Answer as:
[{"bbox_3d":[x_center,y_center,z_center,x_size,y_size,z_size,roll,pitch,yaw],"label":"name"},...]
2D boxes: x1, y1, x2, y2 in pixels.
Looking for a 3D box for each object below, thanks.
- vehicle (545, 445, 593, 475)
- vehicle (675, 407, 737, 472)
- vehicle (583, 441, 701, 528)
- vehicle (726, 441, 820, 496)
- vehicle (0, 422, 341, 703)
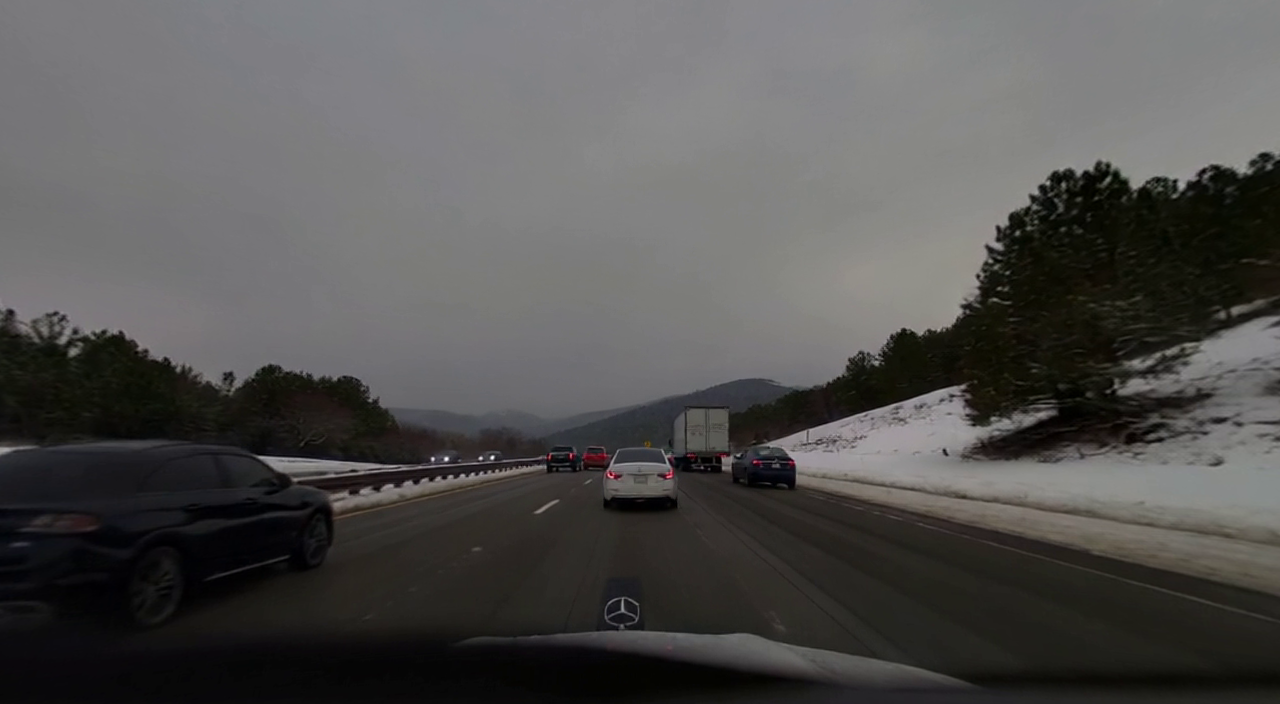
[{"bbox_3d":[-4.078,6.282,36.844,2.211,1.669,4.224,0,-9,2],"label":"vehicle"},{"bbox_3d":[4.619,6.805,47.938,3.194,4.038,16.301,0,-9,1],"label":"vehicle"},{"bbox_3d":[0.040,2.584,12.743,2.041,1.484,3.535,0,-9,0],"label":"vehicle"},{"bbox_3d":[4.203,3.759,20.751,2.029,1.579,4.484,0,-9,-1],"label":"vehicle"},{"bbox_3d":[-4.270,1.389,5.003,1.848,1.486,3.832,0,-9,1],"label":"vehicle"}]
